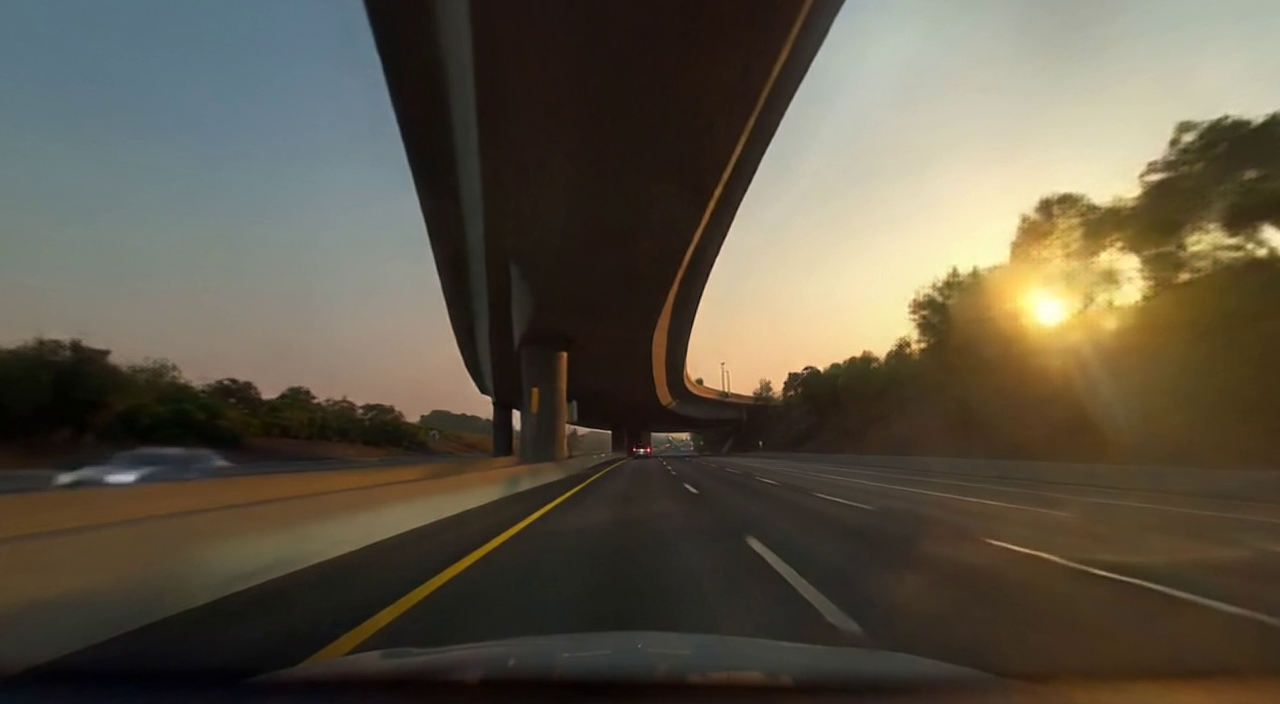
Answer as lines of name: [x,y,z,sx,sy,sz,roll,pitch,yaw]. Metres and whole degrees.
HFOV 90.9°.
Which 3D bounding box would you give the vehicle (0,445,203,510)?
vehicle: [-14.422,3.323,17.218,1.974,1.539,4.113,0,-8,0]
